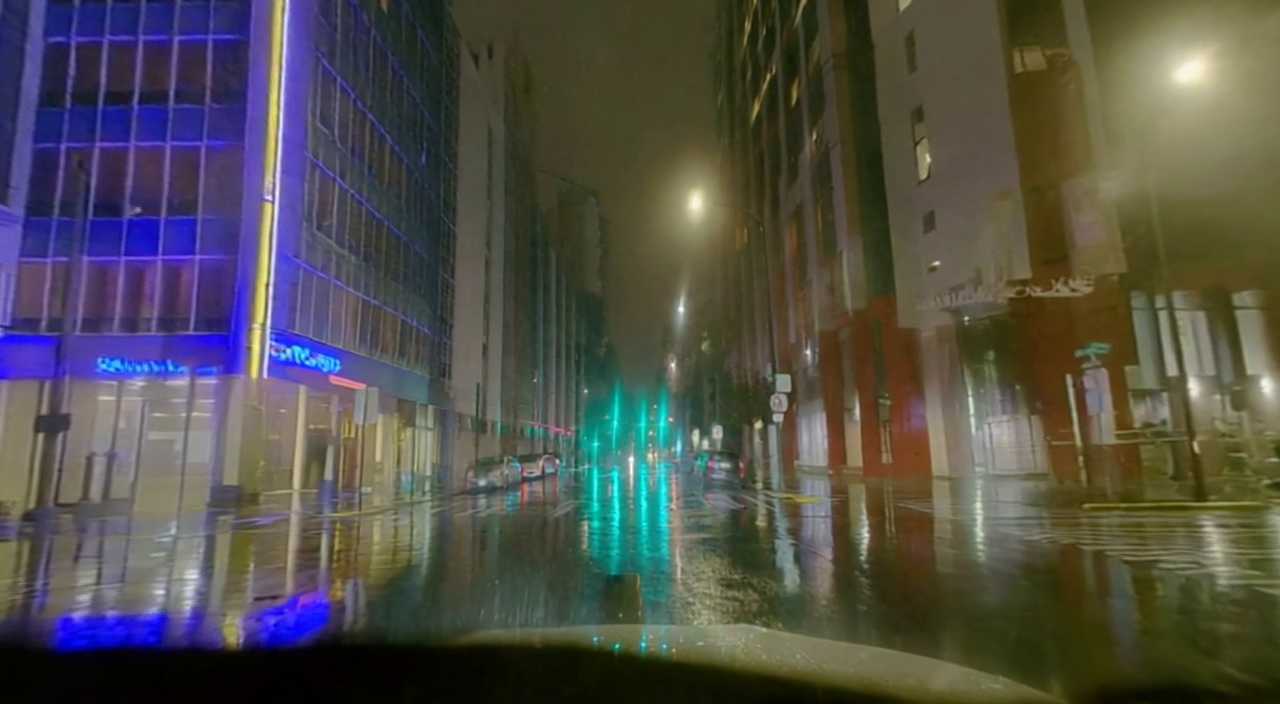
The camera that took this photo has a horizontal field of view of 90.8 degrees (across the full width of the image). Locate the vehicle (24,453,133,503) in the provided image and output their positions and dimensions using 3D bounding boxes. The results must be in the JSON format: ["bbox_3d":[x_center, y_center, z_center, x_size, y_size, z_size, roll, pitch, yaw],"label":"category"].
[{"bbox_3d":[-27.969,6.253,31.652,1.665,1.432,4.120,9,0,-1],"label":"vehicle"}]

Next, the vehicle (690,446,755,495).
[{"bbox_3d":[3.039,4.449,24.191,1.917,1.680,4.500,0,-8,0],"label":"vehicle"}]

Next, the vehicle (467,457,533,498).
[{"bbox_3d":[-5.527,4.980,25.397,1.864,1.447,3.887,0,-8,-2],"label":"vehicle"}]
